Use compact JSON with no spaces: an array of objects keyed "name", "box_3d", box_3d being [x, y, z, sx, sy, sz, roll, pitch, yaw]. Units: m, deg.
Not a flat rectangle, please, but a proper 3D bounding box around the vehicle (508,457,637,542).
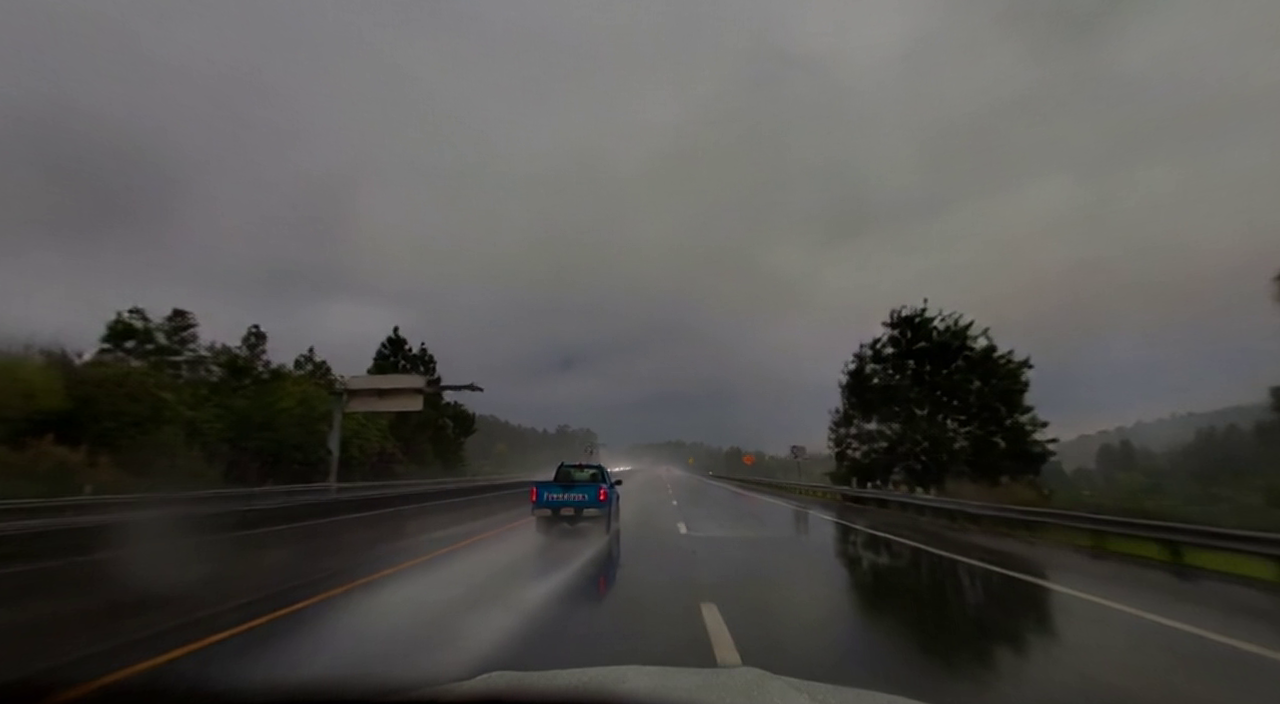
[{"name":"vehicle","box_3d":[-1.273,3.194,14.237,2.135,1.506,5.041,0,-10,2]}]
